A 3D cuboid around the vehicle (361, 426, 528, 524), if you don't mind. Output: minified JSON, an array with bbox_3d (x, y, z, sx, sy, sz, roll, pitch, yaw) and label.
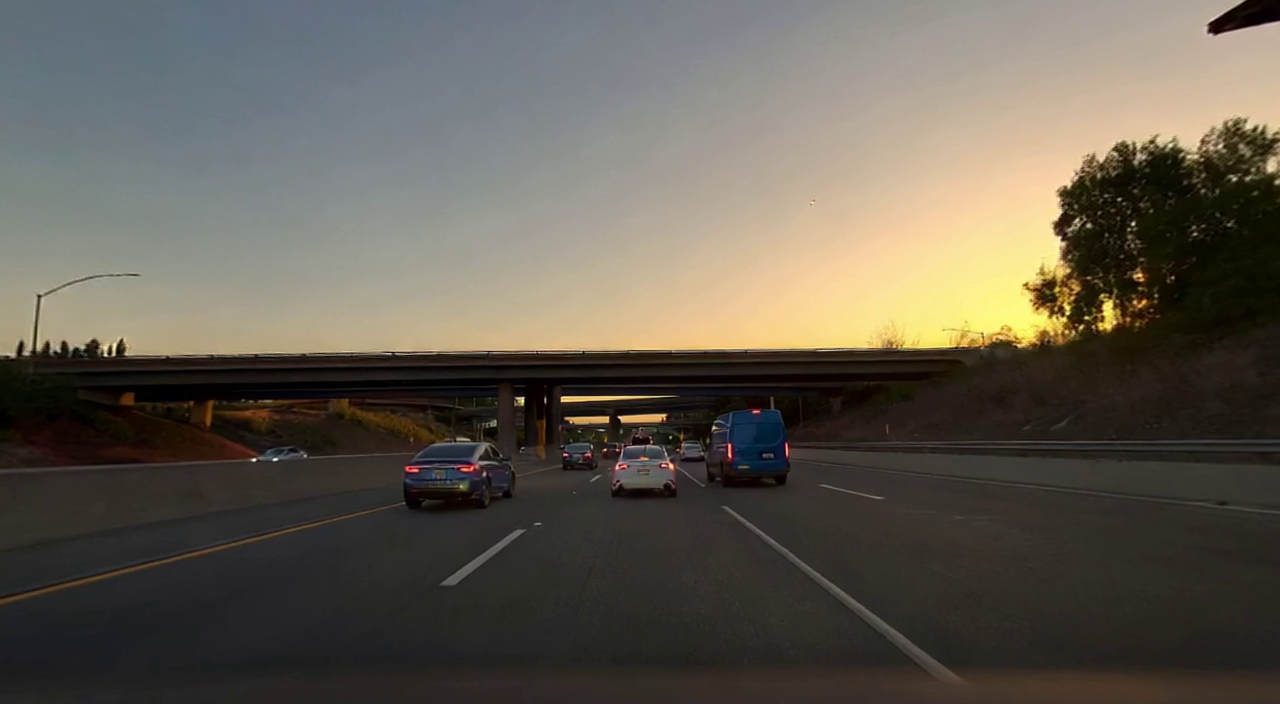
[{"bbox_3d":[-3.858,2.507,13.397,2.078,1.706,4.298,0,-8,1],"label":"vehicle"}]

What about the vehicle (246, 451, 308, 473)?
[{"bbox_3d":[-26.470,8.025,46.154,1.874,1.448,4.436,0,-9,1],"label":"vehicle"}]

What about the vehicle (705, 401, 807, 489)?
[{"bbox_3d":[3.991,3.410,23.245,2.436,2.745,6.607,0,-8,-1],"label":"vehicle"}]

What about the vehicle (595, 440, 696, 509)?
[{"bbox_3d":[0.092,2.961,15.702,2.174,1.467,4.005,0,-8,-1],"label":"vehicle"}]

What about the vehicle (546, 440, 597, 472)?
[{"bbox_3d":[-3.781,5.865,35.671,2.258,1.655,4.397,0,-8,1],"label":"vehicle"}]
